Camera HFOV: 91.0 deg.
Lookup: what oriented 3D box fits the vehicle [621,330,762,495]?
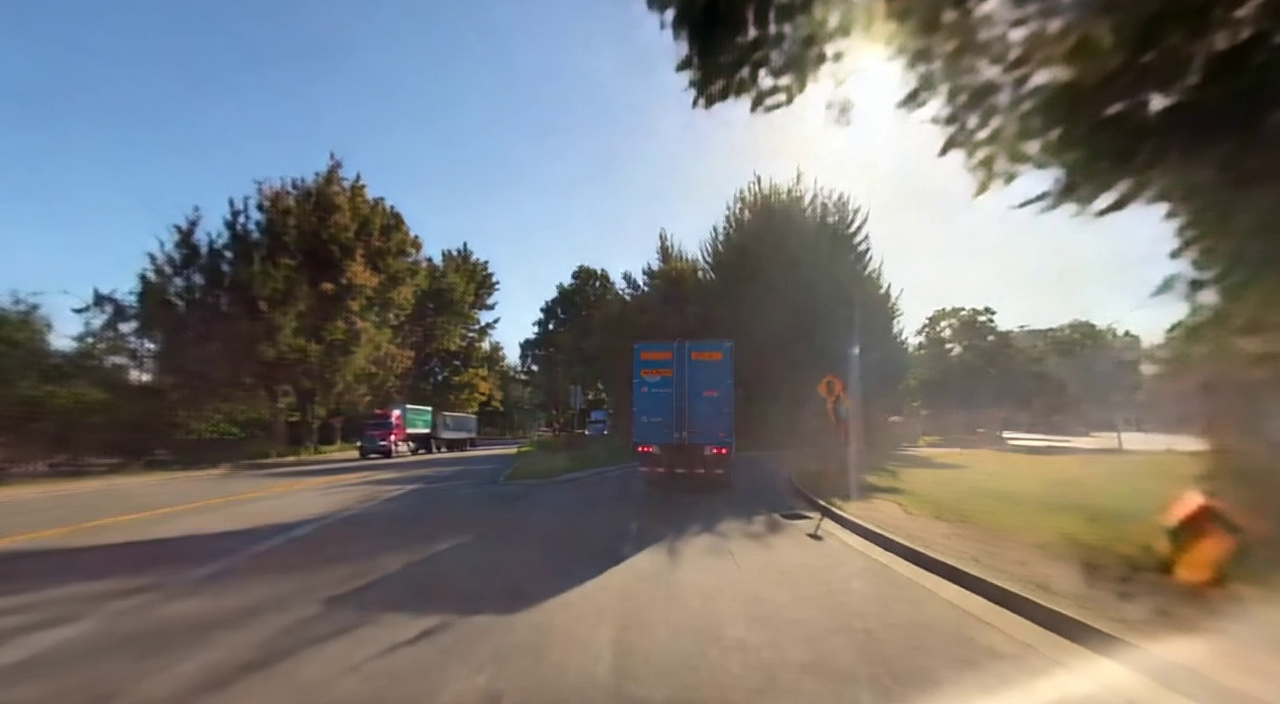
[{"bbox_3d":[1.983,1.984,18.762,2.937,3.647,9.344,-2,-8,12],"label":"vehicle"}]

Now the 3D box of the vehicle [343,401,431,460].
[{"bbox_3d":[-17.002,5.392,42.876,3.008,3.708,6.125,-1,-8,5],"label":"vehicle"}]
